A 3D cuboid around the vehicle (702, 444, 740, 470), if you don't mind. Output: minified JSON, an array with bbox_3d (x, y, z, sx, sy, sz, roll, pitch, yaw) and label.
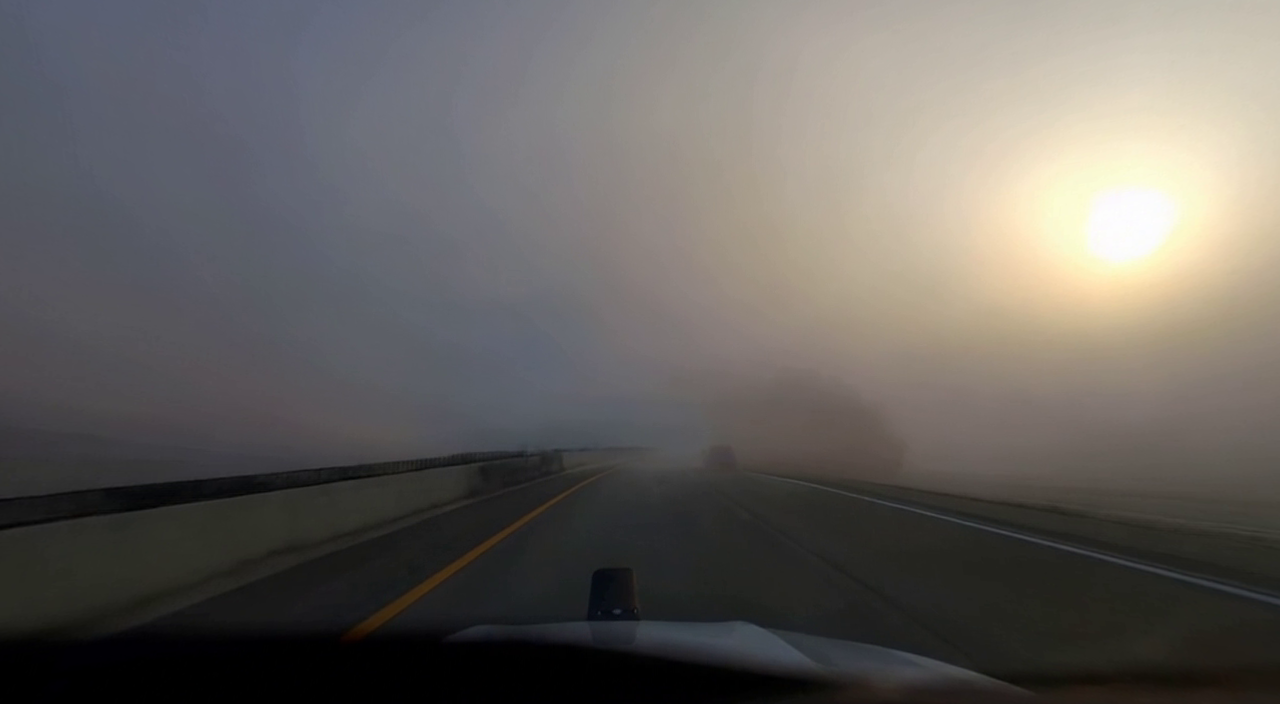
[{"bbox_3d":[5.069,6.599,39.976,2.030,1.526,4.165,0,-8,2],"label":"vehicle"}]
